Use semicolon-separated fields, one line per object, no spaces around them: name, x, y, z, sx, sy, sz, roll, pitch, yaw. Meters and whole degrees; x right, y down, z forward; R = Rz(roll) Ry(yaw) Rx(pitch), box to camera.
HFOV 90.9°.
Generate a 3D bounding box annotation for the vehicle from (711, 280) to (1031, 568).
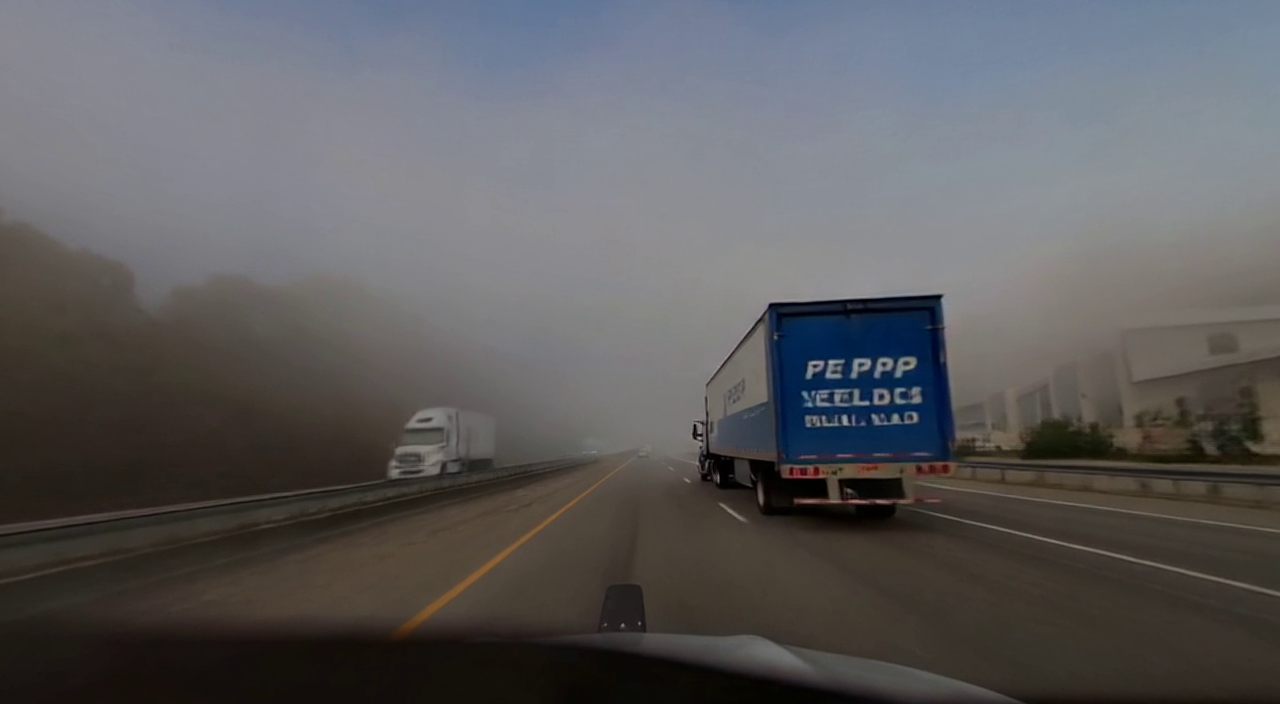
vehicle;4.054;1.943;15.481;3.341;4.269;12.252;0;-9;1
